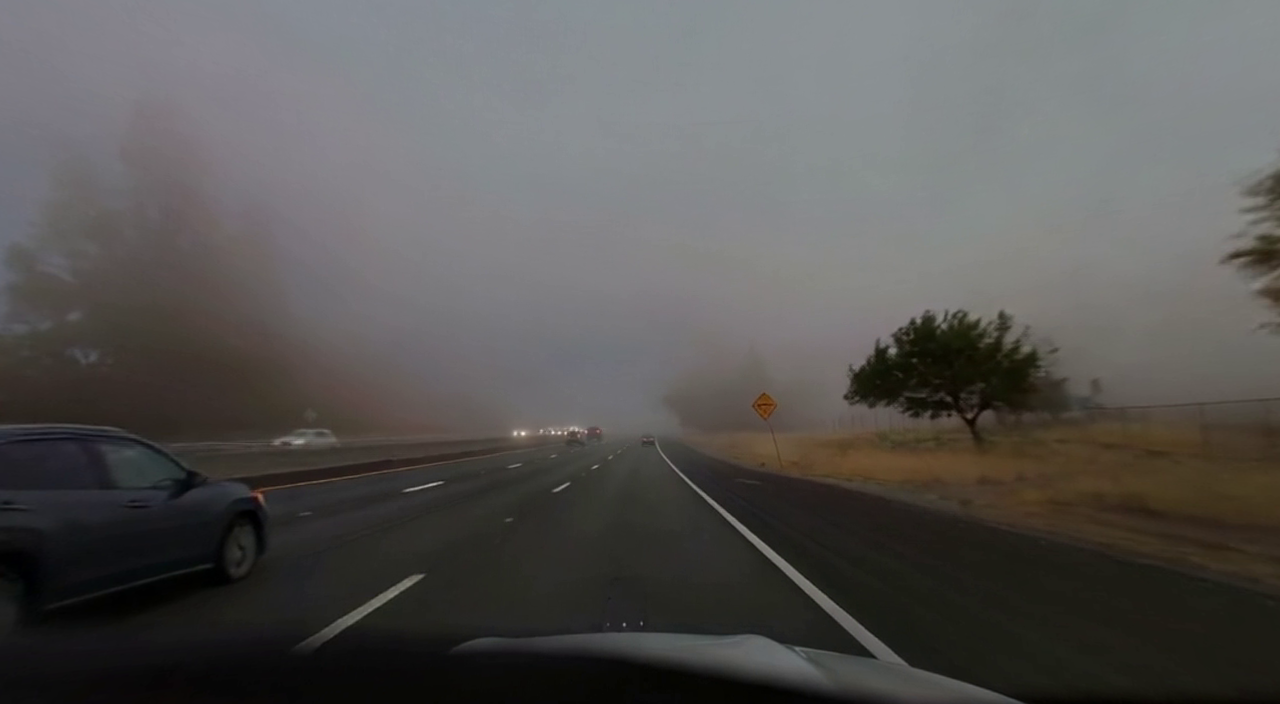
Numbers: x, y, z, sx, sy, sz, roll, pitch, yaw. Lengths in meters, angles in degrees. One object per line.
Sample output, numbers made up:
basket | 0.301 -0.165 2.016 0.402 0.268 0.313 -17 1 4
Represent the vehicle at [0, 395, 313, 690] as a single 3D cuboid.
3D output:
vehicle | -4.445 1.125 4.084 2.071 1.556 4.729 0 -8 1
